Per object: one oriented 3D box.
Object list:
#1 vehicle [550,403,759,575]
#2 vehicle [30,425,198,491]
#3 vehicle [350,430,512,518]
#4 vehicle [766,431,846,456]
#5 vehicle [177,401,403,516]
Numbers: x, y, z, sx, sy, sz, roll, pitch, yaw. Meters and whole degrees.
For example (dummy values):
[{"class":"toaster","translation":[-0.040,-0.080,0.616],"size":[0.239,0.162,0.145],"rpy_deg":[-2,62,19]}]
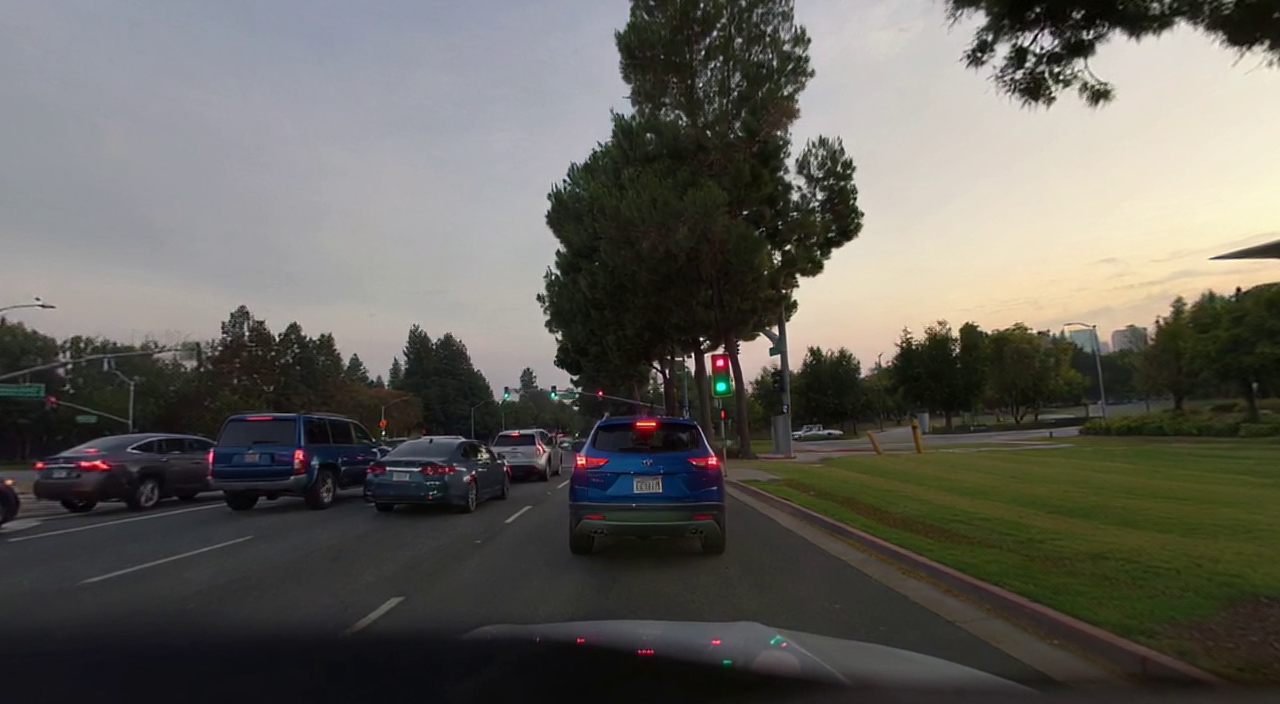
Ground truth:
[{"class":"vehicle","translation":[0.105,1.675,8.462],"size":[2.055,1.681,4.270],"rpy_deg":[0,-9,-1]},{"class":"vehicle","translation":[-17.676,3.576,21.601],"size":[2.136,1.976,4.342],"rpy_deg":[0,-9,-4]},{"class":"vehicle","translation":[-4.090,2.451,13.220],"size":[1.942,1.523,4.212],"rpy_deg":[0,-9,0]},{"class":"vehicle","translation":[10.081,5.609,38.655],"size":[4.450,1.439,1.796],"rpy_deg":[-1,-9,3]},{"class":"vehicle","translation":[-7.405,2.343,14.254],"size":[2.195,2.093,5.185],"rpy_deg":[0,-9,-2]}]
